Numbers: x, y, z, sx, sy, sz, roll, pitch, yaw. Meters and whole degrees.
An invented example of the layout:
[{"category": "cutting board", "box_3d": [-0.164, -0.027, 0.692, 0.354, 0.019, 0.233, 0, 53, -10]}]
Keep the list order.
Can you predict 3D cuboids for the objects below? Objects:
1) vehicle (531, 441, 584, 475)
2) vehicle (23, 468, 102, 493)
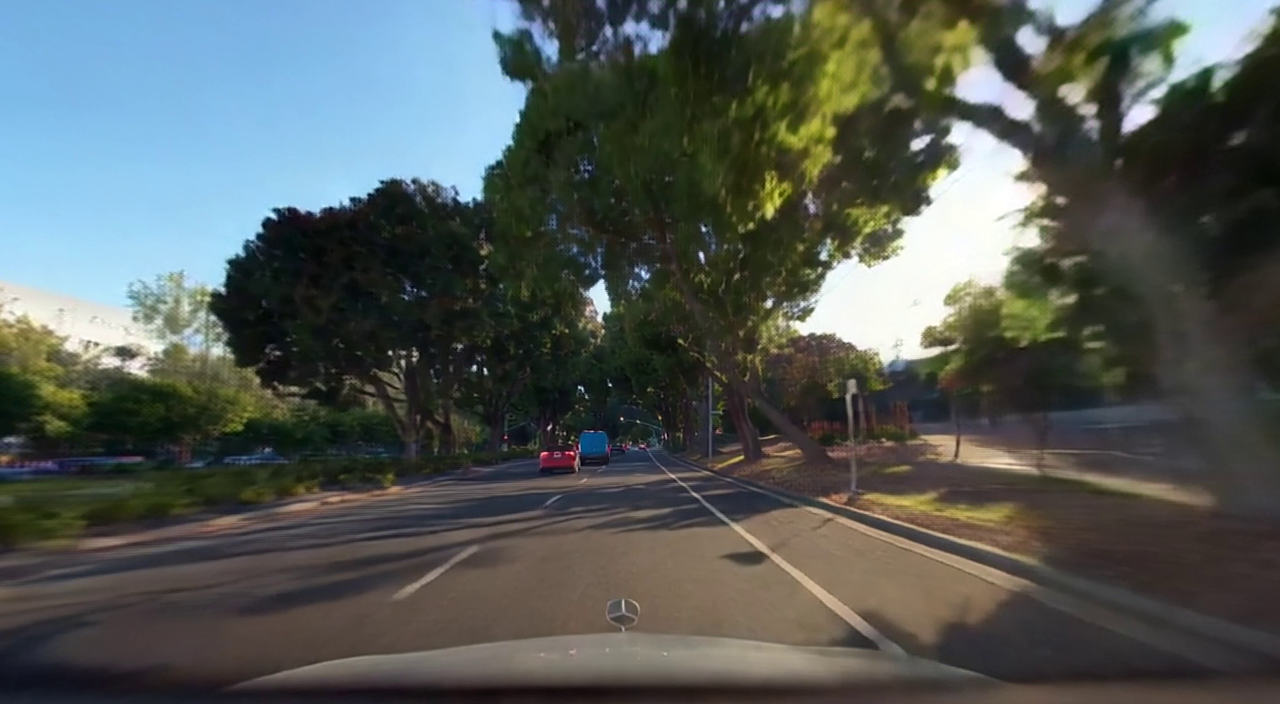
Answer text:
[{"category": "vehicle", "box_3d": [-3.871, 5.011, 30.144, 2.009, 1.473, 4.028, 1, -8, -1]}, {"category": "vehicle", "box_3d": [-36.679, 8.140, 40.262, 1.567, 1.379, 3.614, 3, -10, -1]}]
